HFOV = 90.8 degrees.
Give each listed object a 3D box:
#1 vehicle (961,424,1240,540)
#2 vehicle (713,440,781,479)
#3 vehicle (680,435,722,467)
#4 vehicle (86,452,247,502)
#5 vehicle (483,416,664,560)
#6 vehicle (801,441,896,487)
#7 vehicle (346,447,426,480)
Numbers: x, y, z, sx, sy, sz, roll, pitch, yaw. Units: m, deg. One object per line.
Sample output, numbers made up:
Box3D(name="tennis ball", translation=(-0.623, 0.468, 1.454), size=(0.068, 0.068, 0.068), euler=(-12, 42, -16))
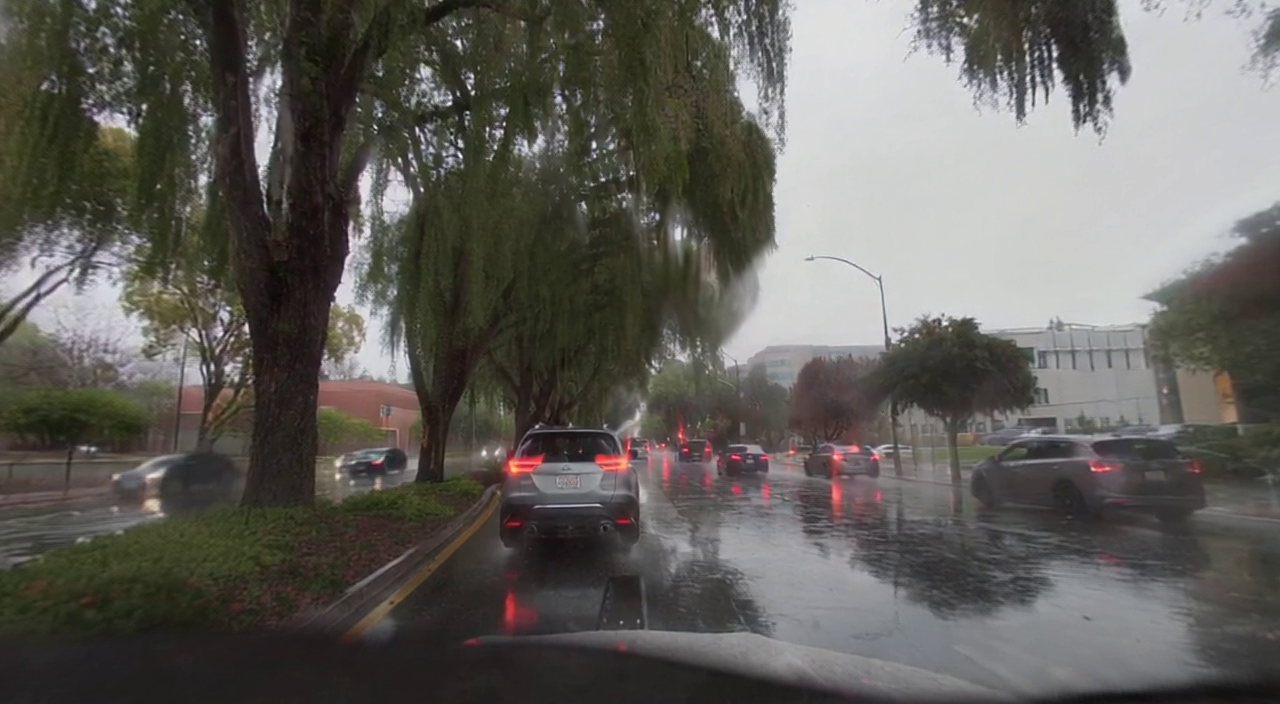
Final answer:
Box3D(name="vehicle", translation=(8.019, 2.272, 11.709), size=(2.168, 1.709, 4.289), euler=(-1, -8, 5))
Box3D(name="vehicle", translation=(4.382, 4.453, 26.515), size=(2.175, 1.477, 4.520), euler=(0, -8, 2))
Box3D(name="vehicle", translation=(3.740, 6.156, 39.418), size=(2.114, 1.846, 4.659), euler=(0, -8, -1))
Box3D(name="vehicle", translation=(-15.837, 4.155, 21.508), size=(1.900, 1.467, 4.609), euler=(0, -8, 0))
Box3D(name="vehicle", translation=(-0.941, 1.867, 9.326), size=(2.106, 1.655, 3.717), euler=(1, -8, -5))
Box3D(name="vehicle", translation=(7.357, 3.965, 22.758), size=(1.977, 1.485, 4.308), euler=(0, -8, 0))
Box3D(name="vehicle", translation=(-12.167, 5.348, 30.593), size=(1.981, 1.463, 4.395), euler=(0, -8, 1))
